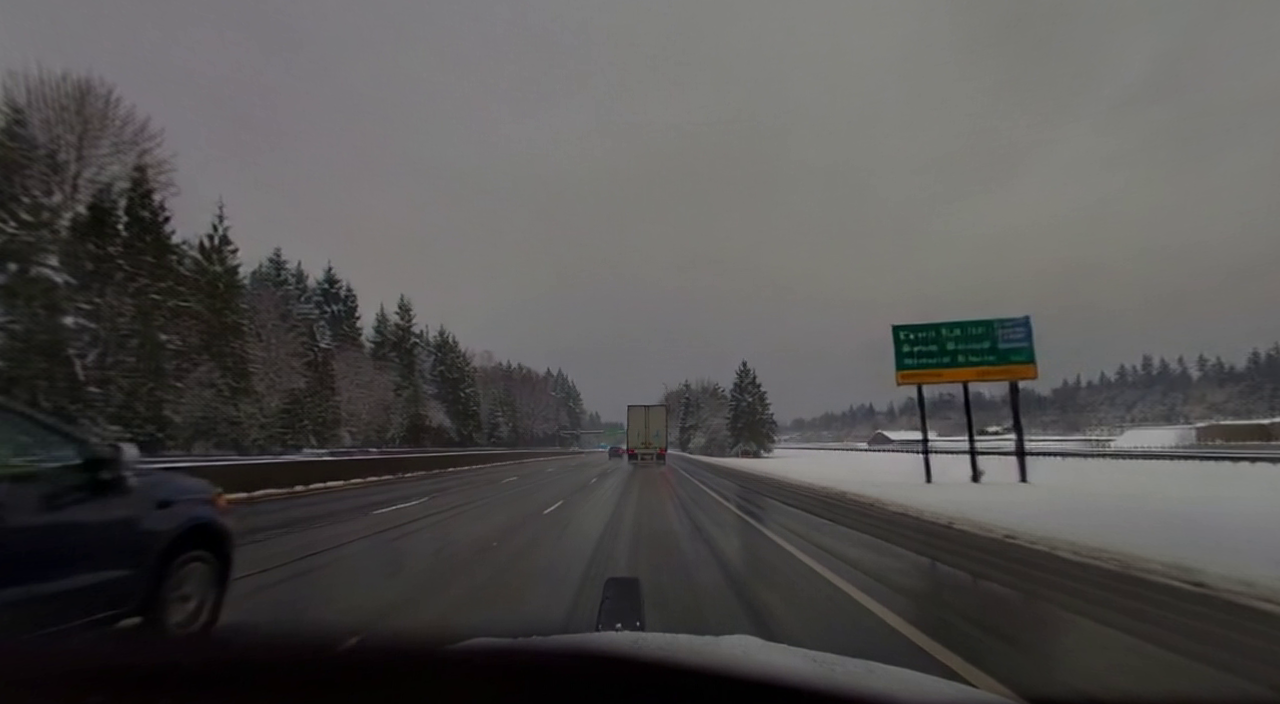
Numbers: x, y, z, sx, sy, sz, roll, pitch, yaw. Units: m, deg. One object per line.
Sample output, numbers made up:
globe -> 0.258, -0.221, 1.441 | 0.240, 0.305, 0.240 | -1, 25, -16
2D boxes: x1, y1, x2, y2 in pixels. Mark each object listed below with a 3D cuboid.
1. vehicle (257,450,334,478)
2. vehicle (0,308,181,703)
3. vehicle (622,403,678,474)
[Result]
vehicle -> -19.659, 6.393, 36.242 | 1.816, 1.476, 4.468 | 0, -9, 1
vehicle -> -3.795, 0.530, 0.967 | 2.226, 1.933, 5.179 | 0, -9, 0
vehicle -> 0.457, 5.608, 39.968 | 2.976, 3.800, 12.335 | 0, -9, -1
